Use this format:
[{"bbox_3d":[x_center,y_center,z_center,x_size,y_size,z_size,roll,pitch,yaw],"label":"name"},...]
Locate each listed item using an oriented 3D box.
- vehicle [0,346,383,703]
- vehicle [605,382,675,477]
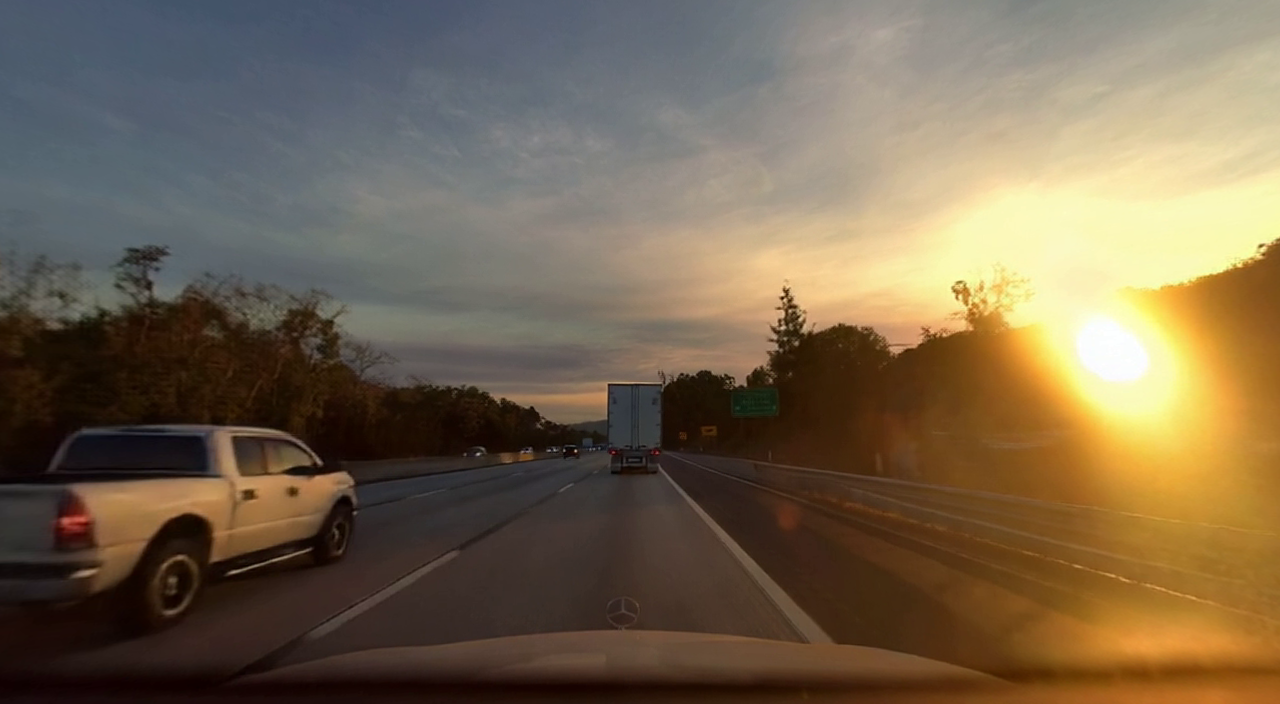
[{"bbox_3d":[-4.336,1.209,5.212,2.285,1.833,4.984,0,-9,0],"label":"vehicle"},{"bbox_3d":[-0.077,4.216,33.190,3.052,4.132,11.336,0,-9,-1],"label":"vehicle"}]
